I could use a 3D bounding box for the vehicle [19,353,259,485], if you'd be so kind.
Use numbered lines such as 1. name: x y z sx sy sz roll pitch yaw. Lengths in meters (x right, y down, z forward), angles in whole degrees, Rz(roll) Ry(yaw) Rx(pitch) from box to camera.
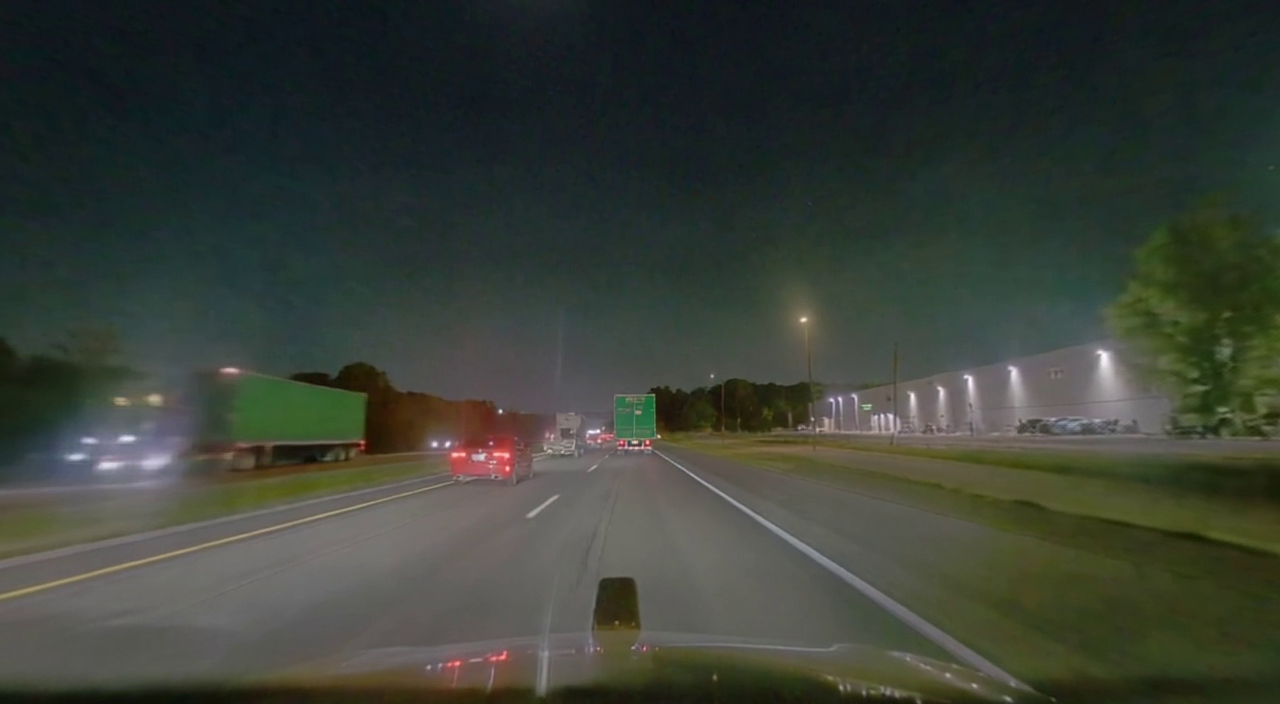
1. vehicle: -16.707 2.377 21.765 3.295 3.920 5.858 0 -8 -1

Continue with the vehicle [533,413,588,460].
1. vehicle: -4.864 5.373 39.924 2.717 2.714 6.997 0 -8 -1

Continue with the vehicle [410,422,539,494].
1. vehicle: -4.153 2.751 16.827 2.005 1.602 5.131 0 -8 1

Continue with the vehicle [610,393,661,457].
1. vehicle: -0.433 5.333 45.252 3.259 4.066 9.891 0 -8 -2
